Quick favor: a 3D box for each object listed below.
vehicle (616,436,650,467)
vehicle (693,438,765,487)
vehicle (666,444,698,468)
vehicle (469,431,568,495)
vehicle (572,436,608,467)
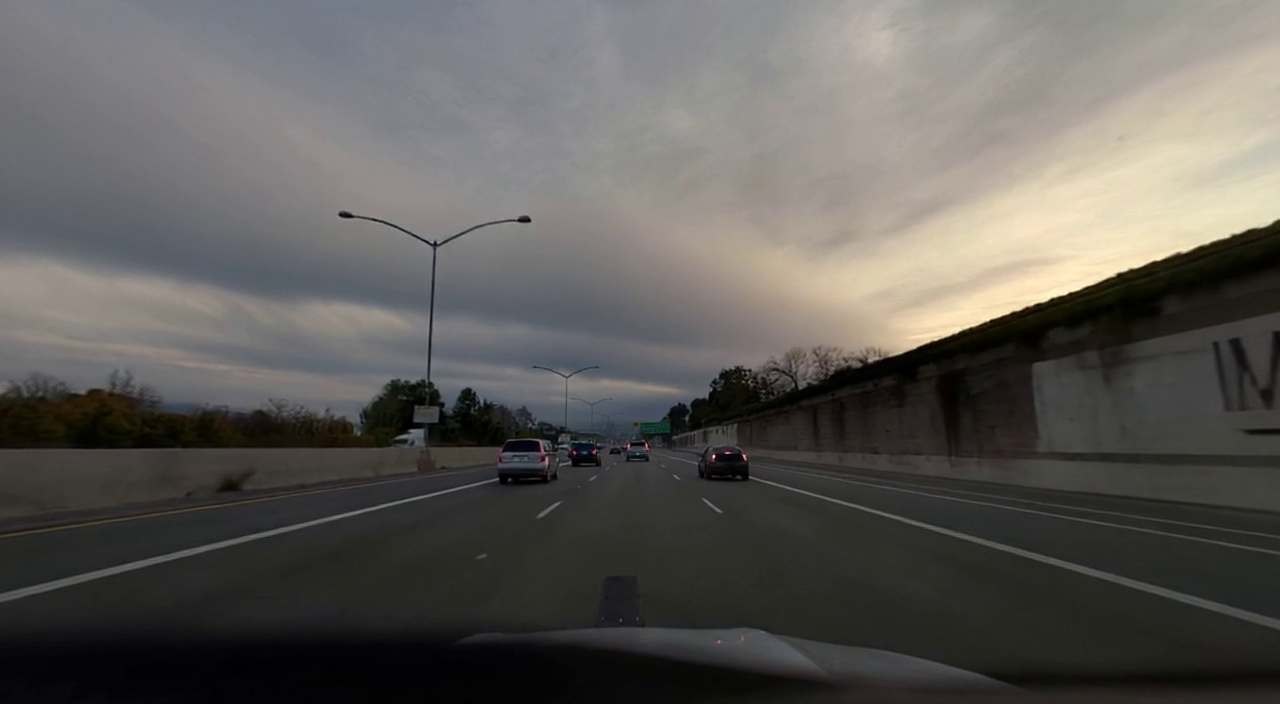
[{"bbox_3d":[-0.477,7.572,48.235,2.485,2.215,5.199,0,-9,0],"label":"vehicle"},{"bbox_3d":[3.485,4.441,25.629,2.224,1.752,4.487,0,-9,-1],"label":"vehicle"},{"bbox_3d":[3.261,8.177,49.668,2.162,1.766,4.740,0,-9,-1],"label":"vehicle"},{"bbox_3d":[-3.821,3.628,20.959,2.184,1.819,5.441,0,-9,0],"label":"vehicle"},{"bbox_3d":[-3.777,7.596,48.170,2.378,2.214,4.352,0,-9,0],"label":"vehicle"}]
